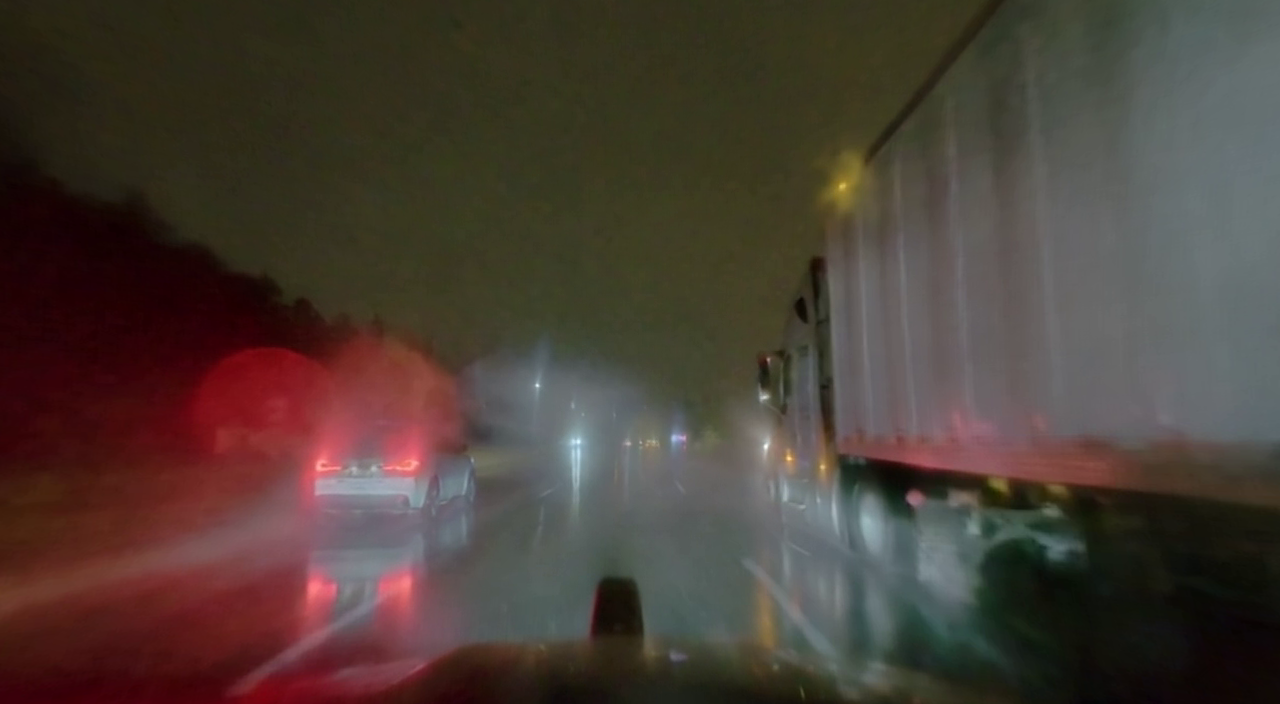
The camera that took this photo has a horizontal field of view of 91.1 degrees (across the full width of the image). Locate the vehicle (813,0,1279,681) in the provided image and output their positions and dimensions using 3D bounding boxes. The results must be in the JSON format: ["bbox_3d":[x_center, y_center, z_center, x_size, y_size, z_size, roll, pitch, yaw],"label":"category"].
[{"bbox_3d":[3.872,-0.291,5.090,2.945,3.778,6.405,0,-7,-1],"label":"vehicle"}]

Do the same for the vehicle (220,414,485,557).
[{"bbox_3d":[-3.933,1.881,9.683,2.063,1.661,4.439,0,-8,-2],"label":"vehicle"}]
